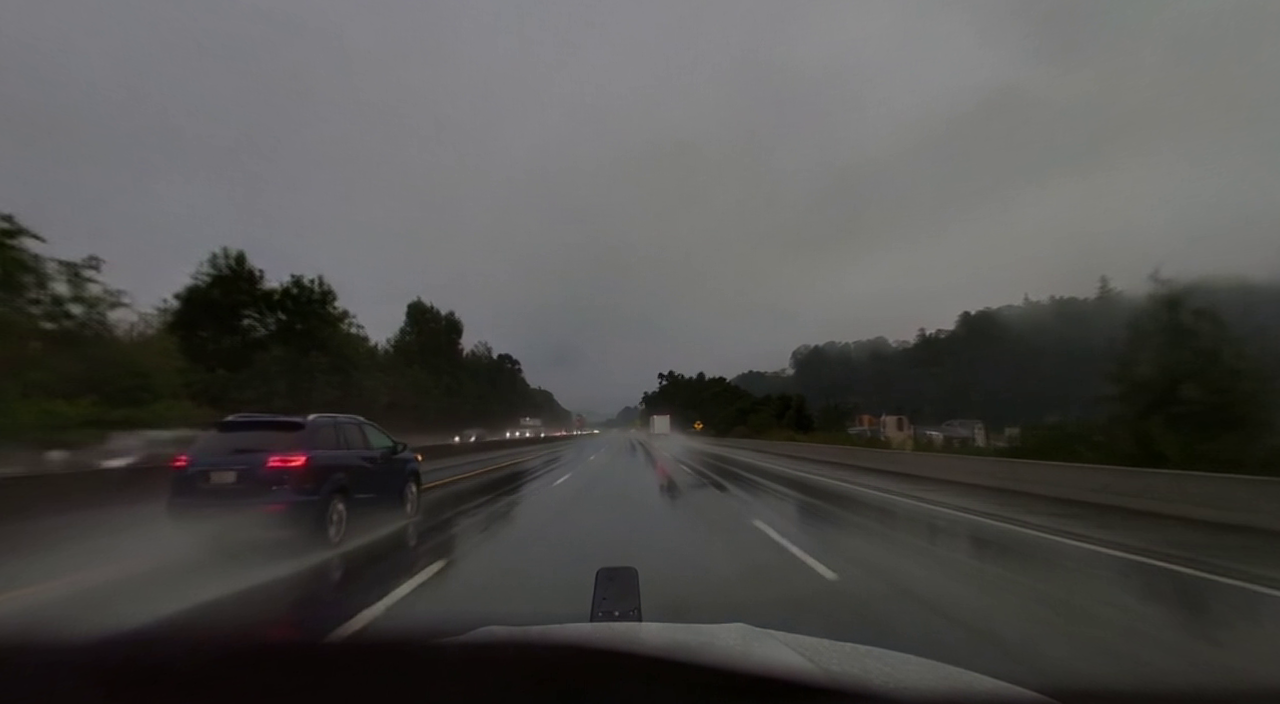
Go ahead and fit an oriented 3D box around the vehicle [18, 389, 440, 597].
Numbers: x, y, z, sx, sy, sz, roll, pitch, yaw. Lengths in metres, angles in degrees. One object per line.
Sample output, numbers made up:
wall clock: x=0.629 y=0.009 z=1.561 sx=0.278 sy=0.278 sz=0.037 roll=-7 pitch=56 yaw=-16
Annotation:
vehicle: x=-3.863 y=1.362 z=6.958 sx=2.000 sy=1.620 sz=3.929 roll=0 pitch=-8 yaw=0
